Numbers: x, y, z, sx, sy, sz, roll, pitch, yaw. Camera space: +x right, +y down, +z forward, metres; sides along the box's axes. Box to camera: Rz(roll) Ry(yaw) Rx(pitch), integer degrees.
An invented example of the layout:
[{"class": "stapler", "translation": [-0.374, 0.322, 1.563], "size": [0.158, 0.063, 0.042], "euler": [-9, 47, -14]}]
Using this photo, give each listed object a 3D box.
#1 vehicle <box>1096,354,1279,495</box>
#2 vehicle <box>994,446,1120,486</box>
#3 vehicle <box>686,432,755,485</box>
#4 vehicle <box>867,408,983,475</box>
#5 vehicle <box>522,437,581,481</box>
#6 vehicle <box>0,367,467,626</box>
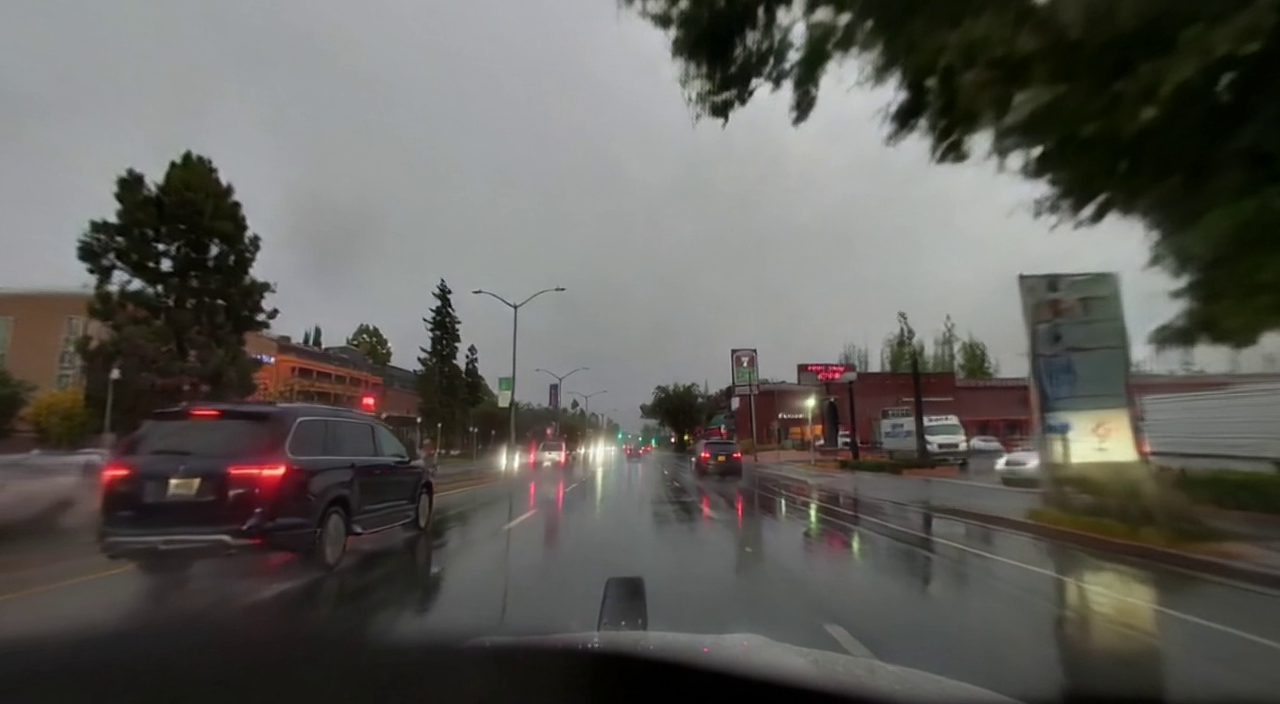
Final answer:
[{"class": "vehicle", "translation": [15.758, 1.988, 15.791], "size": [2.919, 3.125, 7.218], "euler": [2, -11, -1]}, {"class": "vehicle", "translation": [16.669, 4.502, 25.069], "size": [4.701, 1.470, 1.985], "euler": [4, -10, -27]}, {"class": "vehicle", "translation": [3.082, 4.193, 24.950], "size": [2.024, 1.921, 4.431], "euler": [0, -9, -2]}, {"class": "vehicle", "translation": [15.704, 5.103, 35.467], "size": [2.642, 3.252, 8.515], "euler": [0, -9, 1]}, {"class": "vehicle", "translation": [-3.829, 4.723, 27.927], "size": [2.014, 1.775, 4.404], "euler": [0, -9, 0]}, {"class": "vehicle", "translation": [-3.769, 1.432, 7.168], "size": [2.210, 1.925, 4.838], "euler": [0, -9, 0]}]
